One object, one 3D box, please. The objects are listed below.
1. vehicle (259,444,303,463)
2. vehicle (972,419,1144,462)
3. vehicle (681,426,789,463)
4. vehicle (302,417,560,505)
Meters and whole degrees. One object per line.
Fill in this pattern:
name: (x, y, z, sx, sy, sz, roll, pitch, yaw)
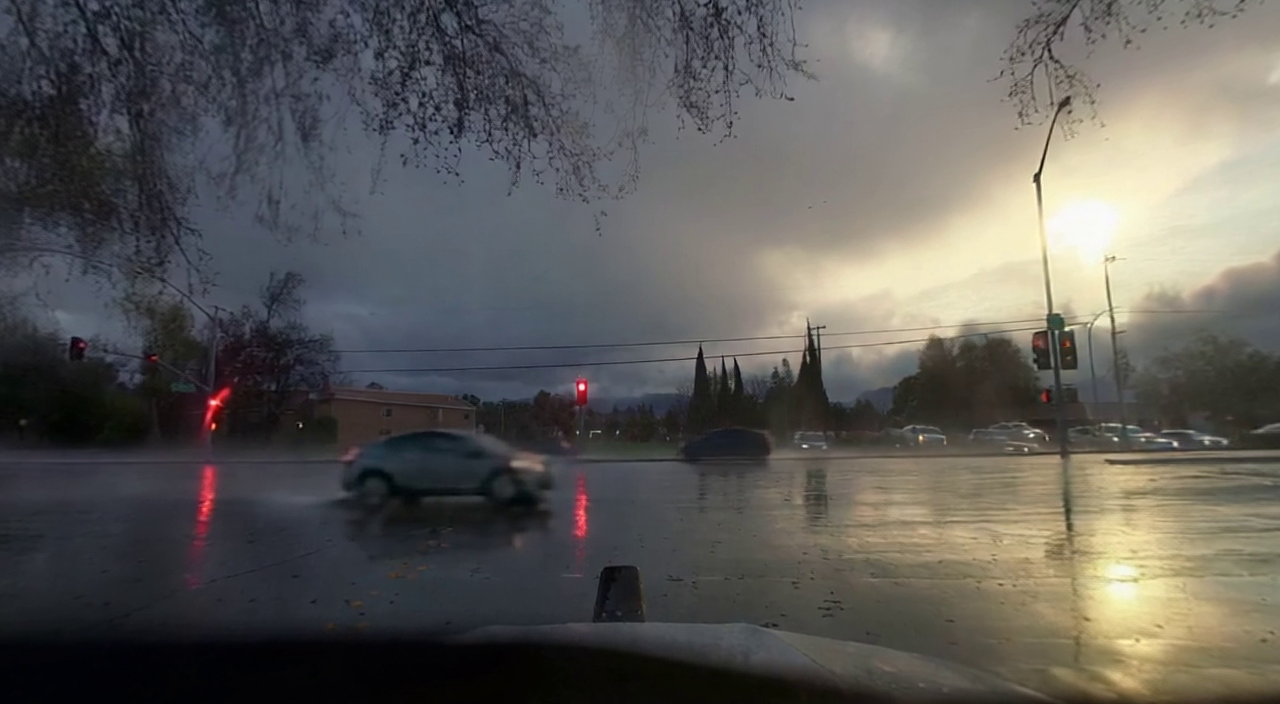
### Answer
vehicle: (-28.114, 7.918, 49.569, 2.235, 1.417, 4.272, 3, -9, -20)
vehicle: (15.015, 3.219, 22.955, 4.749, 1.461, 1.892, -1, -9, 9)
vehicle: (4.329, 4.205, 28.747, 4.677, 1.593, 2.029, -2, -9, 11)
vehicle: (-4.514, 2.389, 14.063, 4.959, 1.715, 2.162, -2, -9, 11)
